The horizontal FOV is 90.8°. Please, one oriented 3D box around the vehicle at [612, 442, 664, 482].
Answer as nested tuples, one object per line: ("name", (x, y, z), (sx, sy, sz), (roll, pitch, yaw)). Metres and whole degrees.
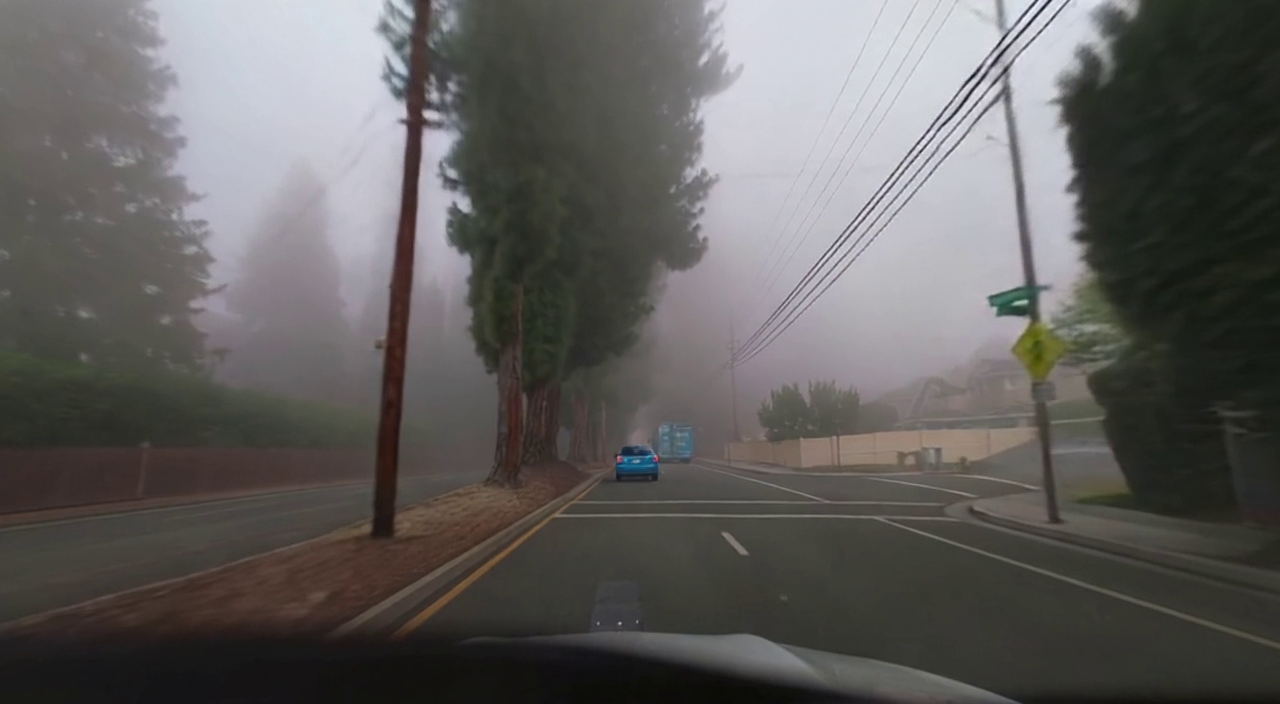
("vehicle", (-0.116, 4.561, 26.459), (2.018, 1.511, 3.993), (0, -8, -1))
